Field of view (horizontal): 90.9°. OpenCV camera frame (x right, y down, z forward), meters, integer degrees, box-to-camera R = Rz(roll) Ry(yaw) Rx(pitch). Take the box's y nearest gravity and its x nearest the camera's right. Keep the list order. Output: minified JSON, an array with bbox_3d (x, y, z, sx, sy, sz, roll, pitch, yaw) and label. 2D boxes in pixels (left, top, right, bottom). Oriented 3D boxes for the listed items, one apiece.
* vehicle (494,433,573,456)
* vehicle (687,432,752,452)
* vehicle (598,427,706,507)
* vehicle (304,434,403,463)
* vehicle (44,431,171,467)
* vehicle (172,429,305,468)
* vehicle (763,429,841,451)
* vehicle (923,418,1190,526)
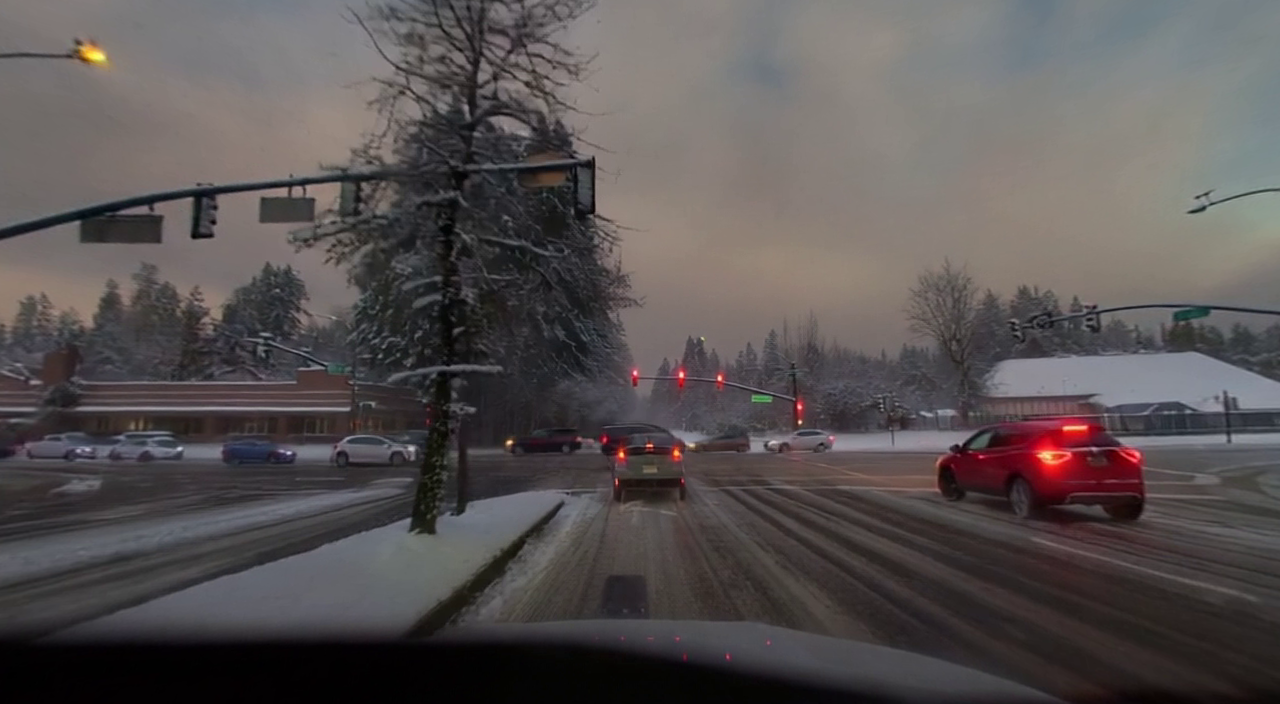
[{"bbox_3d":[-7.036,6.152,42.049,4.944,1.488,1.807,0,-8,0],"label":"vehicle"},{"bbox_3d":[5.821,6.620,46.305,4.507,1.440,1.736,0,-8,-1],"label":"vehicle"},{"bbox_3d":[0.191,2.455,13.883,2.041,1.485,3.813,0,-8,-1],"label":"vehicle"},{"bbox_3d":[-15.221,5.140,33.603,4.399,1.445,1.769,-1,-8,2],"label":"vehicle"},{"bbox_3d":[-28.153,5.139,33.466,4.833,1.784,2.027,0,-8,0],"label":"vehicle"},{"bbox_3d":[-19.022,4.602,30.031,4.921,1.757,2.036,-1,-8,2],"label":"vehicle"},{"bbox_3d":[10.723,5.874,42.045,4.667,1.450,1.818,0,-8,0],"label":"vehicle"},{"bbox_3d":[7.175,2.103,11.575,1.901,1.577,4.348,0,-8,0],"label":"vehicle"}]
